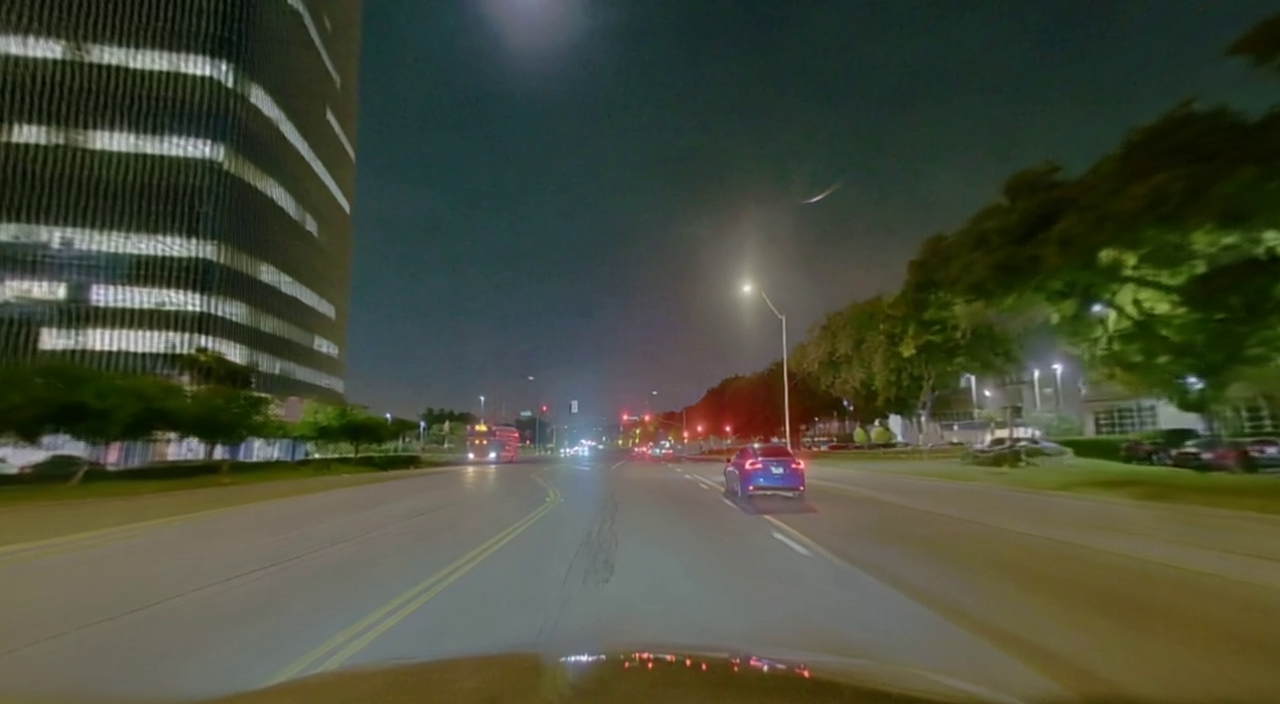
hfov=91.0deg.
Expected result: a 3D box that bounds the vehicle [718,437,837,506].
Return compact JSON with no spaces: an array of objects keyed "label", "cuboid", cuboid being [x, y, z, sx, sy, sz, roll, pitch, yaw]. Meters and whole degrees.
[{"label":"vehicle","cuboid":[3.302,2.970,16.032,1.993,1.501,4.127,0,-9,-1]}]
